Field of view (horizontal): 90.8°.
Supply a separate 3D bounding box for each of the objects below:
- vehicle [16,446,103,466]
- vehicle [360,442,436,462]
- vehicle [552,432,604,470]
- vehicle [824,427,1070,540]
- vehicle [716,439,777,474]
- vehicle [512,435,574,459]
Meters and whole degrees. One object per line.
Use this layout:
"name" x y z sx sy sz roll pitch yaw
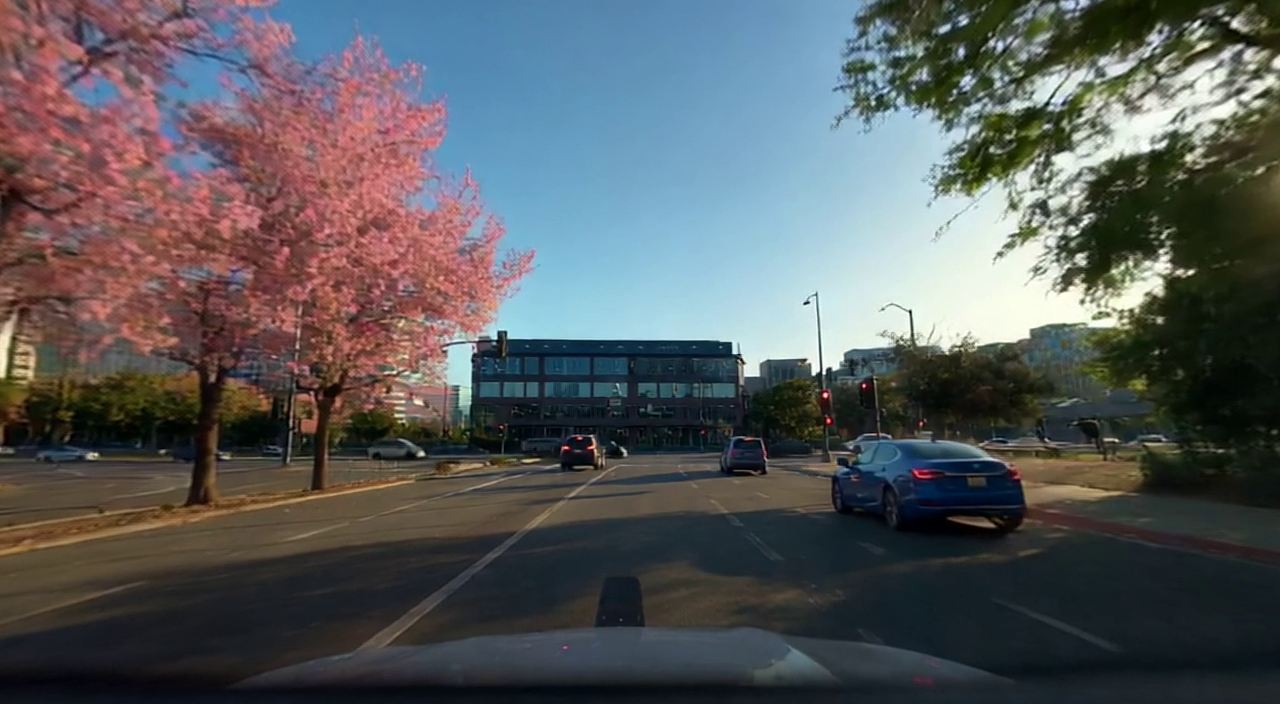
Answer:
"vehicle" -42.908 7.694 46.774 4.526 1.452 1.920 0 -8 0
"vehicle" -17.809 7.381 46.645 4.829 1.470 1.874 0 -9 0
"vehicle" -2.953 4.862 31.071 1.995 1.703 4.367 0 -9 2
"vehicle" 4.817 2.118 10.796 2.019 1.518 4.285 0 -9 0
"vehicle" 4.761 4.745 28.801 2.007 1.466 4.291 0 -9 0
"vehicle" -7.602 7.480 49.900 4.567 1.810 1.880 0 -9 1
